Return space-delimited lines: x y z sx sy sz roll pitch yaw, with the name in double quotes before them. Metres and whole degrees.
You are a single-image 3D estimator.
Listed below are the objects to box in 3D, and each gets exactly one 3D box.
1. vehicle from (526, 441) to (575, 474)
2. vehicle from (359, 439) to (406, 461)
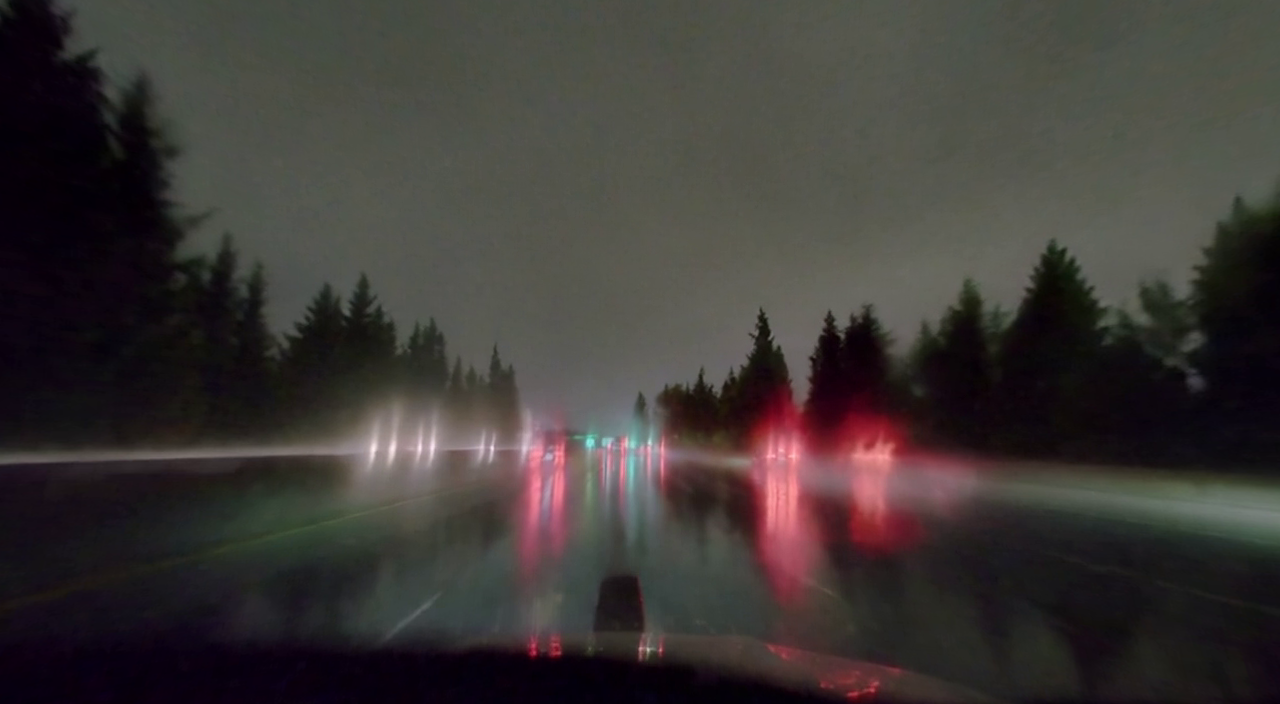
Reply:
"vehicle" -4.587 5.475 32.682 2.071 1.615 3.868 0 -9 -1
"vehicle" -18.147 6.932 44.358 1.759 1.489 3.855 0 -9 -1
